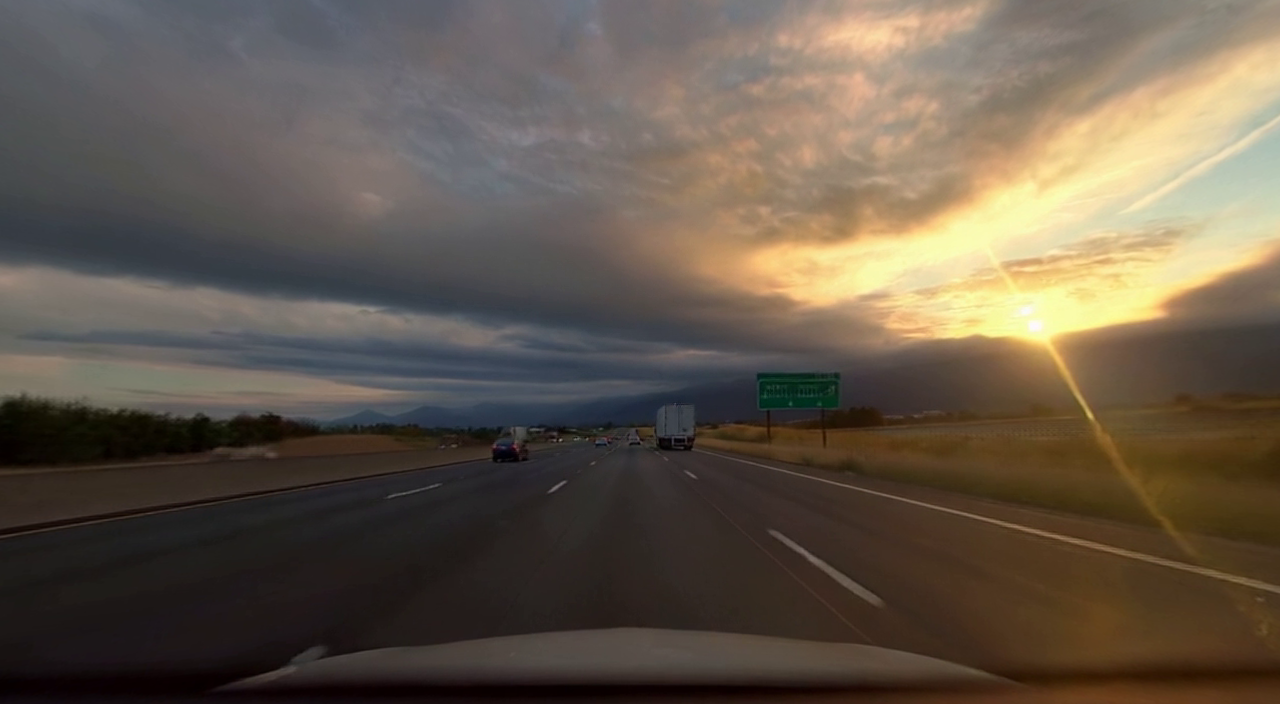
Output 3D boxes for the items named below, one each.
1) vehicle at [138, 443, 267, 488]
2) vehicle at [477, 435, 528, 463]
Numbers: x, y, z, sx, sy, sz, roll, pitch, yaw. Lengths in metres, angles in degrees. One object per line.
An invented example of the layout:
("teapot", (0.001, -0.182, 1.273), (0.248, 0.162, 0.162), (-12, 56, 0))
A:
("vehicle", (-15.672, 4.053, 22.868), (1.966, 1.429, 3.890), (0, -8, -2))
("vehicle", (-7.757, 5.498, 35.968), (2.018, 1.454, 4.290), (0, -8, -1))
